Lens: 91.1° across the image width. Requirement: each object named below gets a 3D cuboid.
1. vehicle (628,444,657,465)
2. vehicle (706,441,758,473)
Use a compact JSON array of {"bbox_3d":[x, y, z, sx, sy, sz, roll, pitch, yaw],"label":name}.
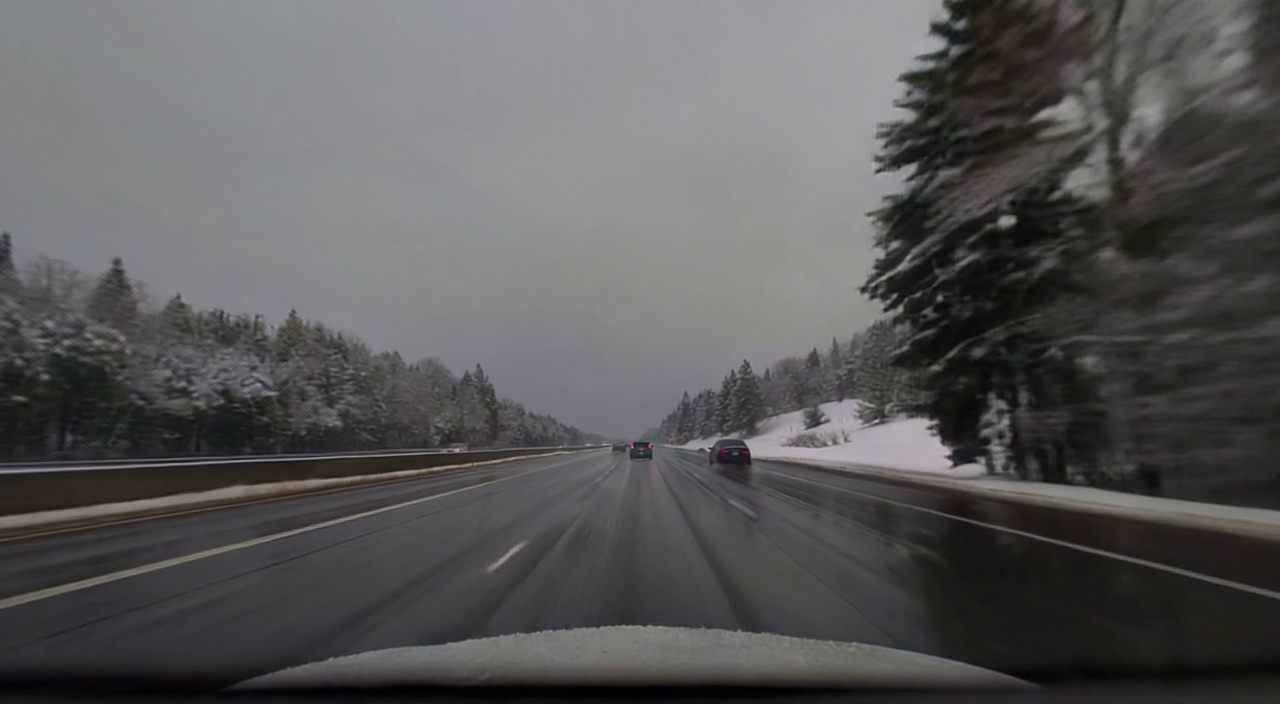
[{"bbox_3d":[0.160,7.446,45.956,2.052,1.449,3.857,0,-8,0],"label":"vehicle"},{"bbox_3d":[4.687,5.439,32.702,2.008,1.524,4.598,0,-8,0],"label":"vehicle"}]
